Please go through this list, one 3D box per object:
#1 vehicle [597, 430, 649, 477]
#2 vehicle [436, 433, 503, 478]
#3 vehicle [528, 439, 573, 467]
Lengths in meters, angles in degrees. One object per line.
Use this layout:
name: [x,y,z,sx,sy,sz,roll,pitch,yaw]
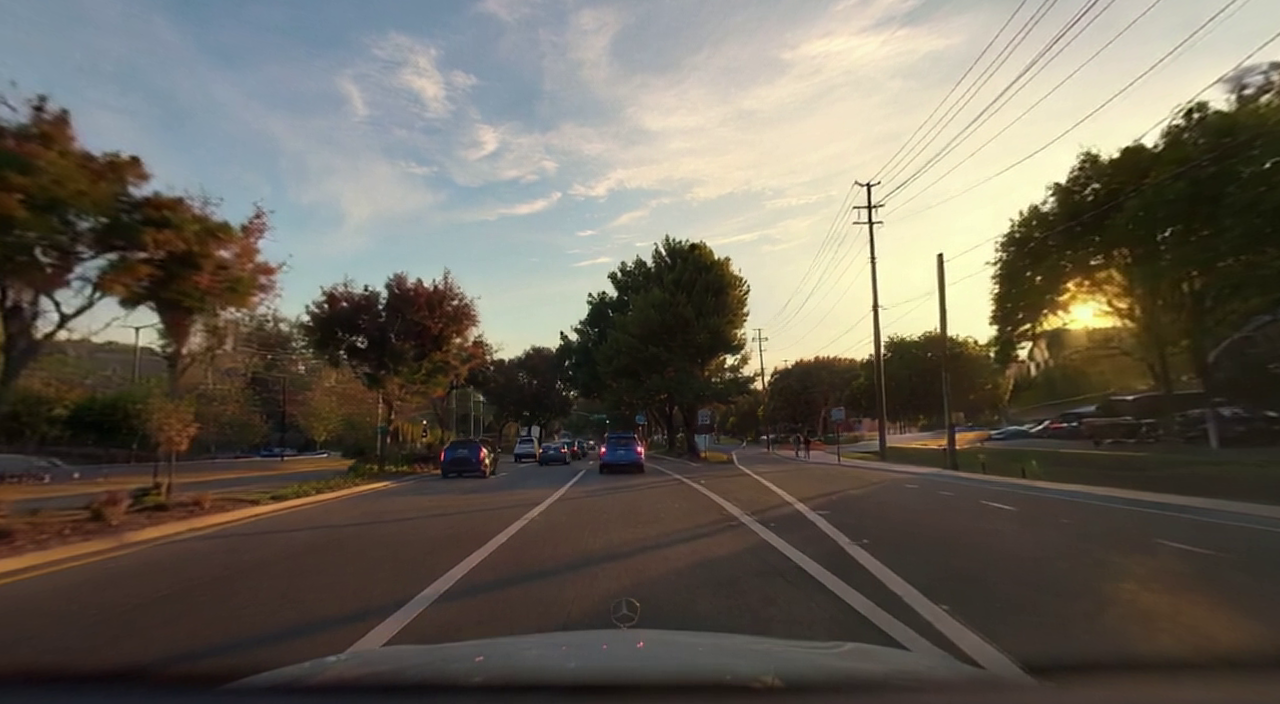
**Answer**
vehicle: [-0.742,4.164,26.081,2.012,1.769,3.897,1,-8,-3]
vehicle: [-6.858,4.187,25.828,1.860,1.634,4.089,1,-8,-4]
vehicle: [-4.995,5.685,35.796,2.087,1.485,4.452,0,-8,-3]
